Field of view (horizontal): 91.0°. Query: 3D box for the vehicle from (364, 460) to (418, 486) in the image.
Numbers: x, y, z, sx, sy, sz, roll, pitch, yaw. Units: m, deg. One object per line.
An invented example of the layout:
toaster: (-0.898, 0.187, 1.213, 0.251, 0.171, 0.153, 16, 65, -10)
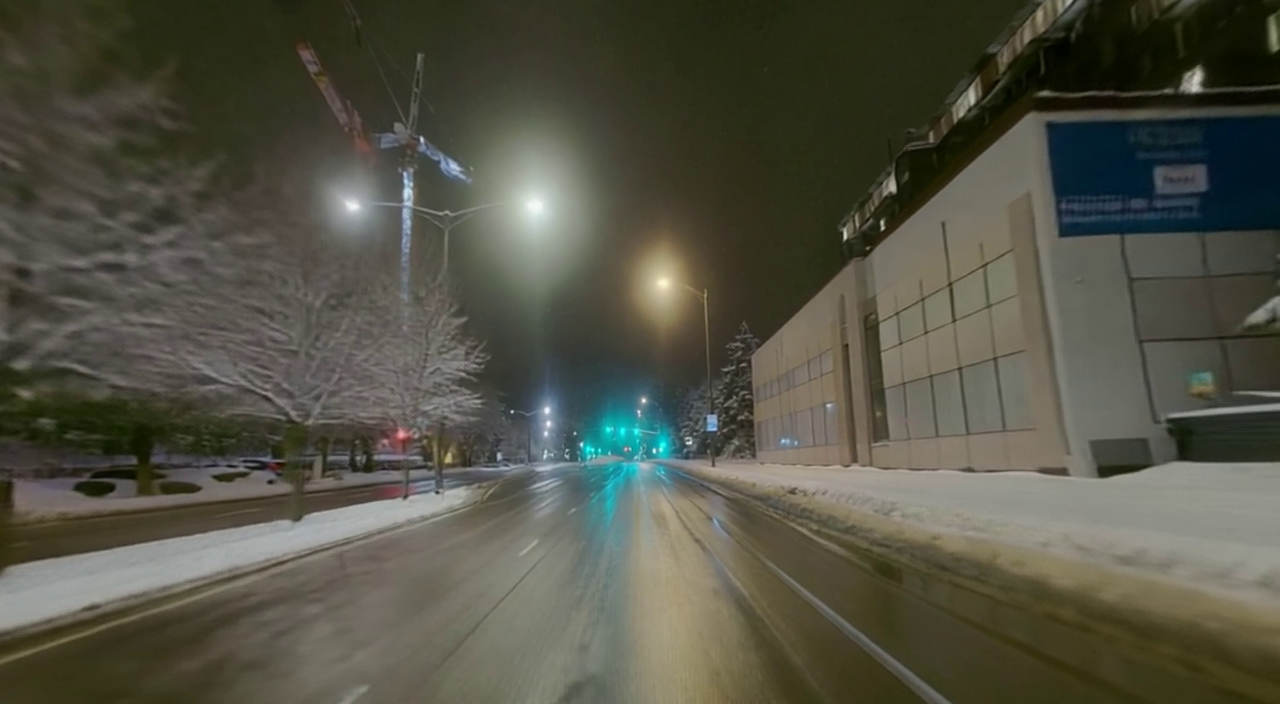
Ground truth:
vehicle: (-17.180, 8.365, 43.670, 1.921, 1.541, 4.541, -1, -8, 0)

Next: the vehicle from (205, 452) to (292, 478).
vehicle: (-25.497, 7.347, 41.079, 4.308, 1.612, 1.989, 0, -9, -1)
